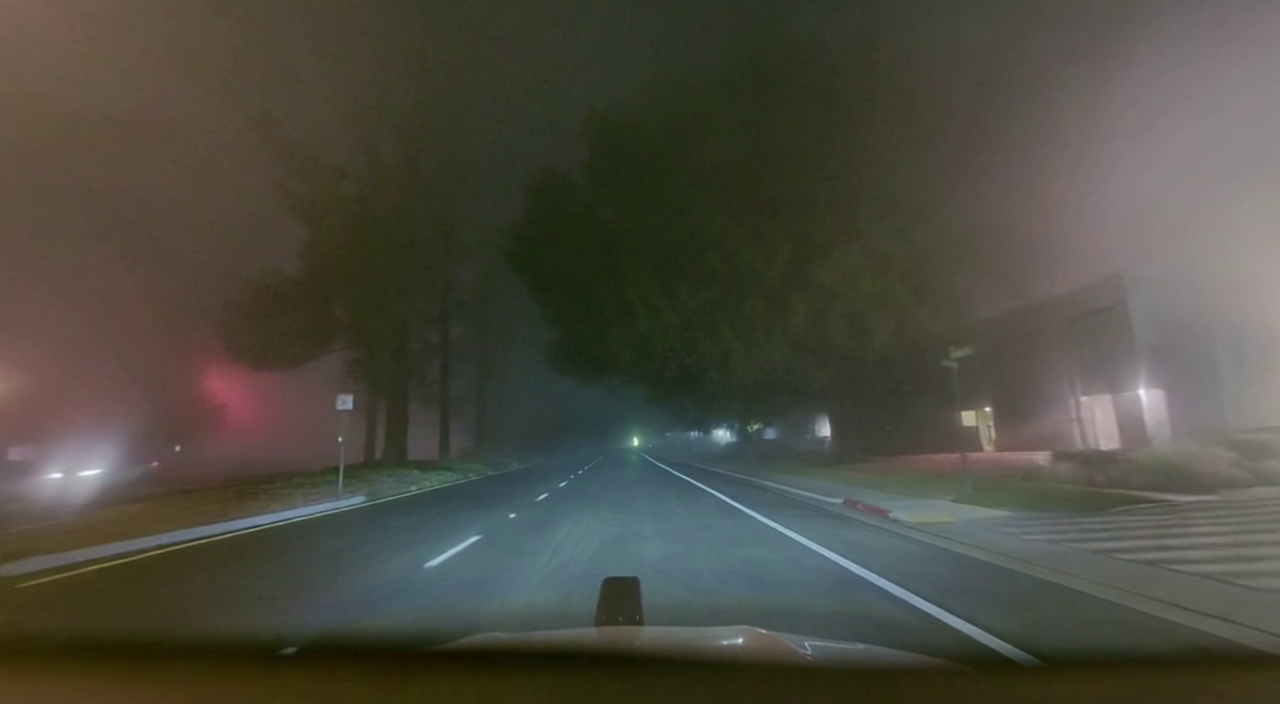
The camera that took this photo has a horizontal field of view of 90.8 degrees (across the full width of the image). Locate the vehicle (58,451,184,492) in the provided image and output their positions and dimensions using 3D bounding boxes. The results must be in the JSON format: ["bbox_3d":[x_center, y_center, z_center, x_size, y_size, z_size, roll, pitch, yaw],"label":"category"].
[{"bbox_3d":[-24.010,5.500,29.486,2.150,1.710,4.503,0,-8,-3],"label":"vehicle"}]
